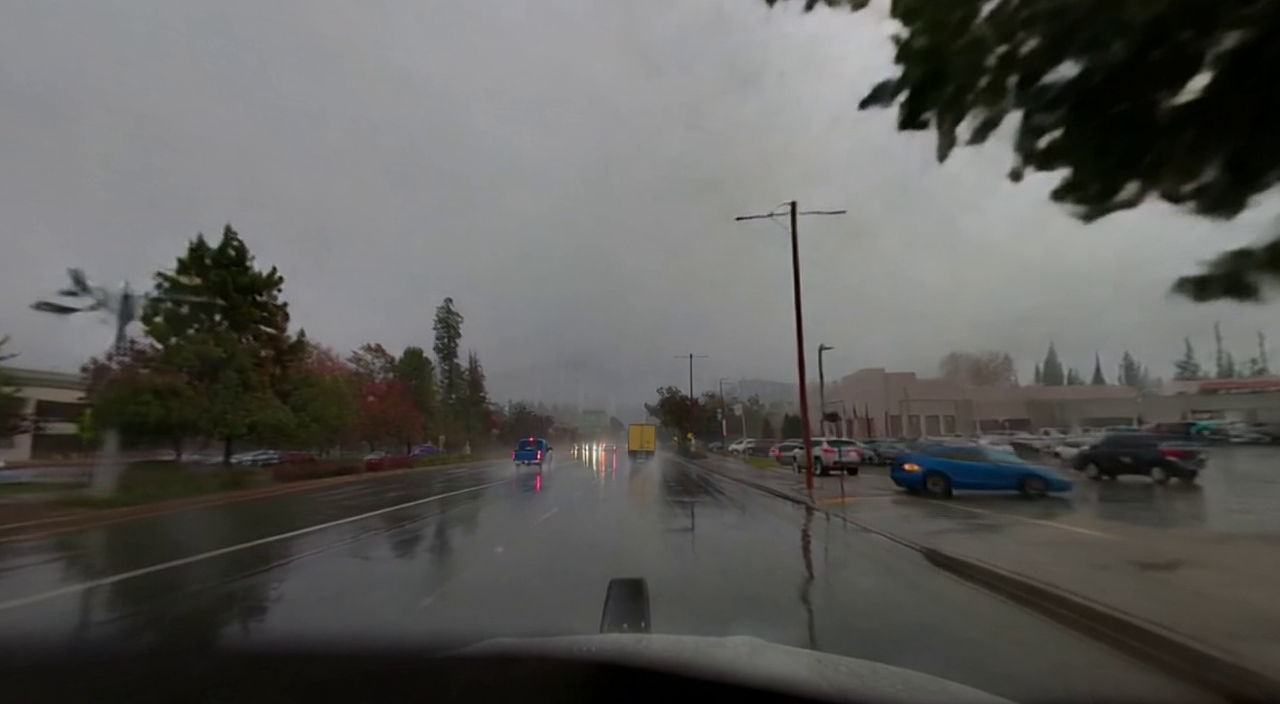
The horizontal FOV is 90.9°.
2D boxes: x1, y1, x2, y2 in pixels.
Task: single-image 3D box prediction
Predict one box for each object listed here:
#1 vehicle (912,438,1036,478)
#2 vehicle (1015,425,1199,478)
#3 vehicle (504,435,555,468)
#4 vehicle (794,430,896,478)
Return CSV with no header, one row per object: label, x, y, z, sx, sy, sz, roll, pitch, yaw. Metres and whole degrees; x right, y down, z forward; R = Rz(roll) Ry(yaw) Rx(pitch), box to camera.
vehicle,13.418,4.272,25.680,1.944,1.476,4.483,2,-9,-13
vehicle,18.509,3.989,25.497,2.211,1.880,5.847,2,-9,-12
vehicle,-6.842,6.240,39.568,2.149,1.893,5.187,0,-8,1
vehicle,8.191,4.126,25.744,2.057,1.750,4.679,1,-9,-8
